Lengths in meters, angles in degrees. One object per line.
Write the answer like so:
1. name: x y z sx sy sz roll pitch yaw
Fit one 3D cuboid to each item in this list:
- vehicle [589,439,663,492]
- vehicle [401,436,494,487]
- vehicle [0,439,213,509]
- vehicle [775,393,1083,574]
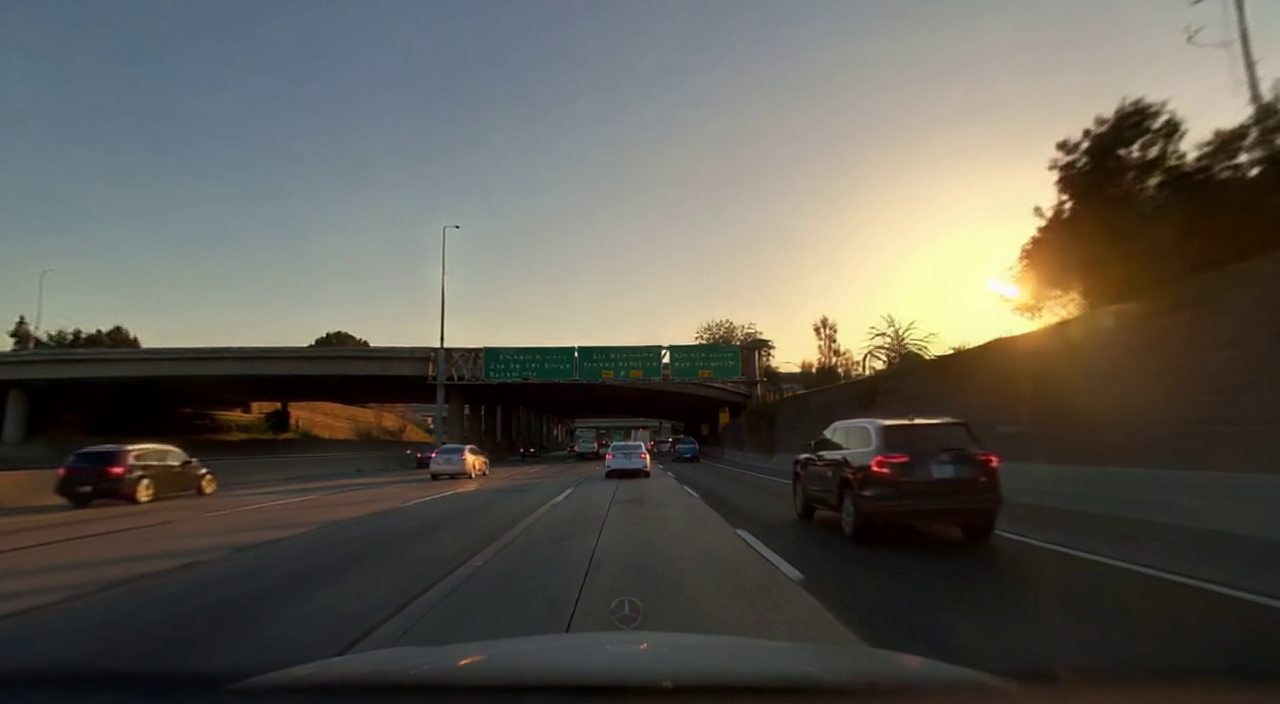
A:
1. vehicle: -0.398 3.468 19.633 2.042 1.446 4.269 0 -9 0
2. vehicle: -6.940 3.987 23.226 2.060 1.669 4.242 0 -9 0
3. vehicle: -14.471 3.243 17.320 2.055 1.628 4.898 0 -9 0
4. vehicle: 3.336 1.619 8.445 2.001 1.771 4.250 0 -9 -1
